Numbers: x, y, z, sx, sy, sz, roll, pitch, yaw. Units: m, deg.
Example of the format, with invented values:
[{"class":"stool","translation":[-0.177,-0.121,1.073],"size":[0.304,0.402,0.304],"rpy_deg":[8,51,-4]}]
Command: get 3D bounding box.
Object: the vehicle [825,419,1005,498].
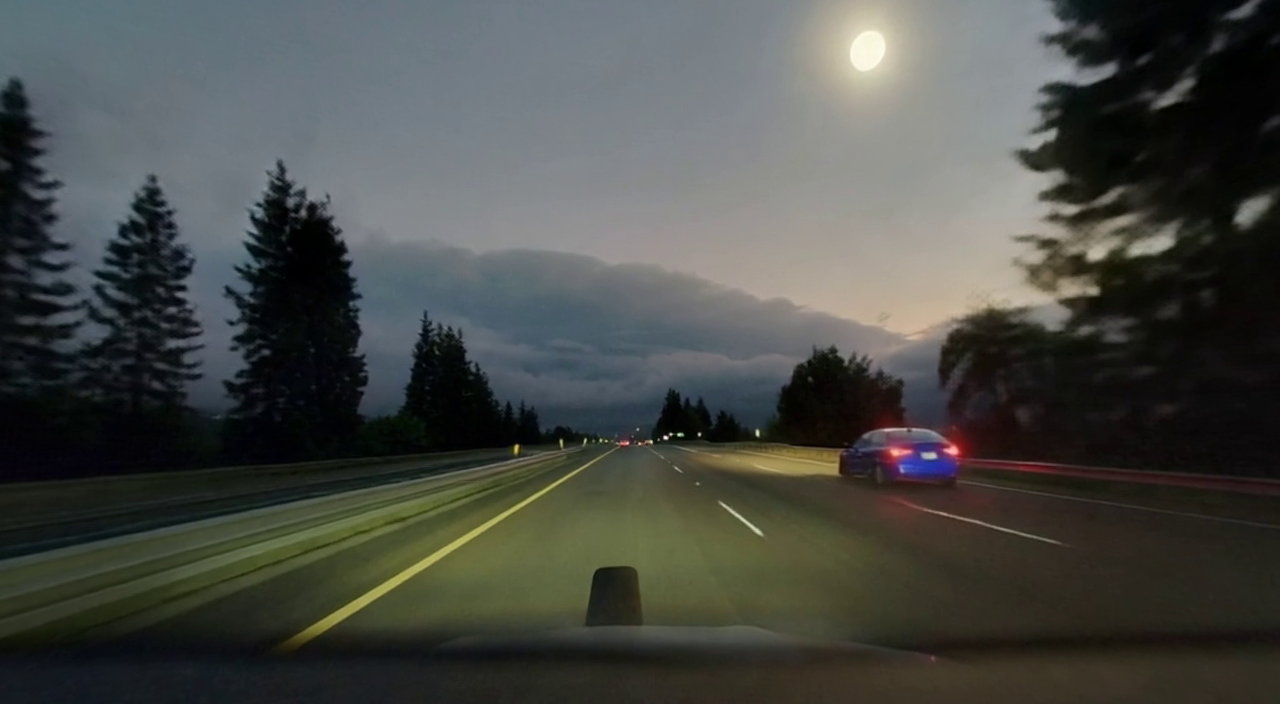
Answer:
[{"class":"vehicle","translation":[6.769,2.667,16.282],"size":[2.273,1.698,4.863],"rpy_deg":[0,-8,-3]}]
